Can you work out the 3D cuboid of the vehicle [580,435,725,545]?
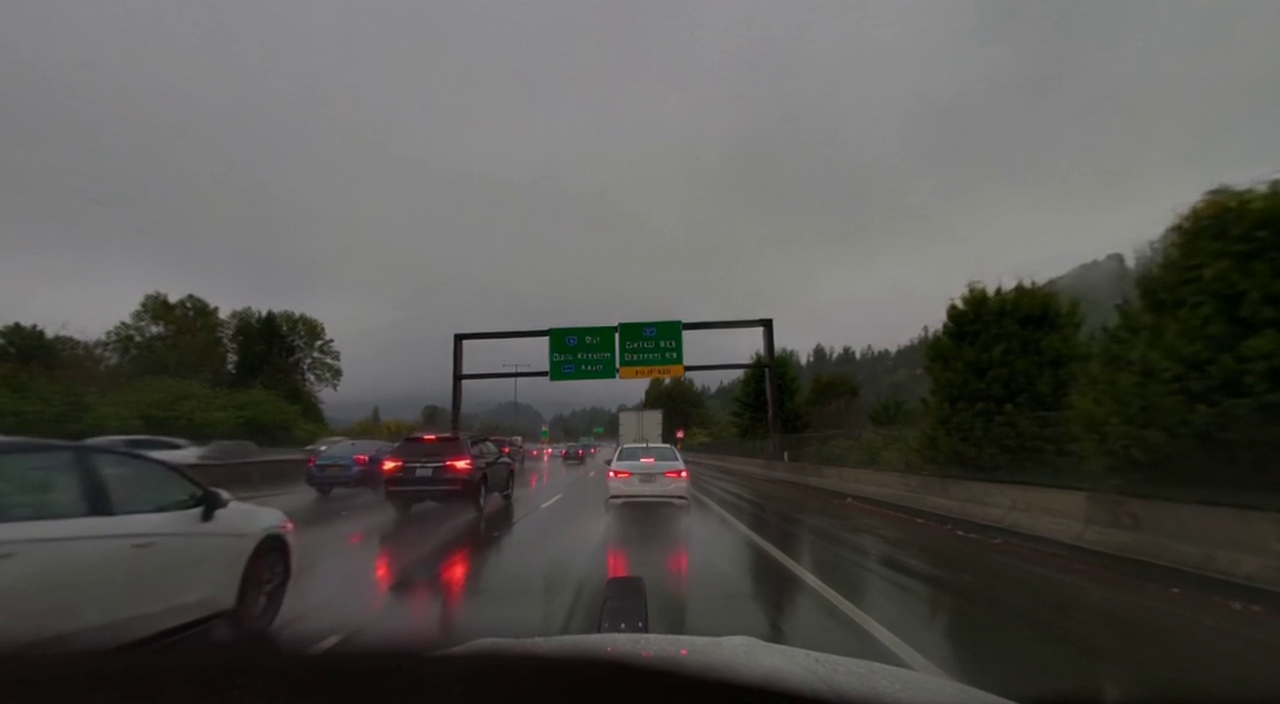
[{"bbox_3d":[0.164,2.174,10.471,1.995,1.495,3.380,0,-9,0],"label":"vehicle"}]

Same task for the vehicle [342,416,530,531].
[{"bbox_3d":[-3.684,2.312,12.502,2.051,1.829,4.736,0,-9,1],"label":"vehicle"}]

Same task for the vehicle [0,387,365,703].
[{"bbox_3d":[-3.373,1.011,3.149,1.980,1.491,4.340,0,-9,1],"label":"vehicle"}]

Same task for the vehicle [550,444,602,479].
[{"bbox_3d":[-2.875,5.008,28.971,1.998,1.466,3.684,0,-9,0],"label":"vehicle"}]
